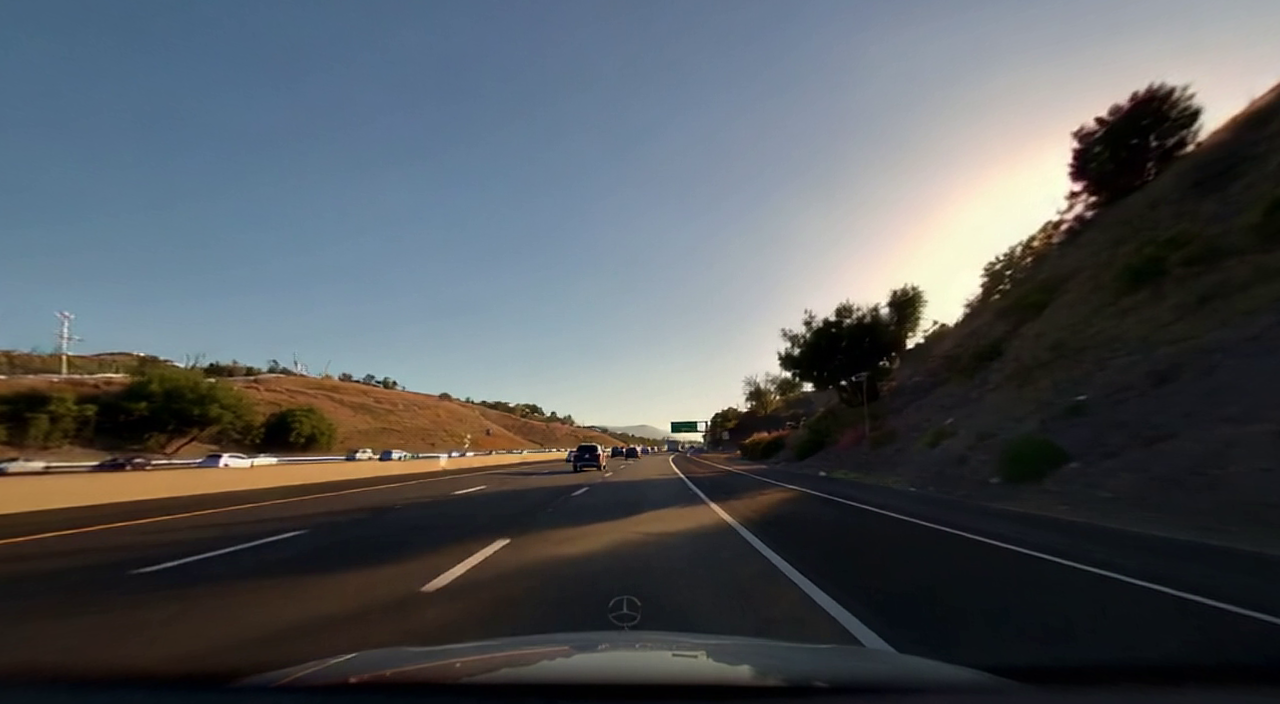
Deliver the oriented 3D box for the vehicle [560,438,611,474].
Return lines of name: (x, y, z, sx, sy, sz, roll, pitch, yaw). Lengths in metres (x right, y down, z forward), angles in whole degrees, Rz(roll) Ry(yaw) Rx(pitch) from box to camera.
vehicle: (-3.107, 6.072, 36.880, 2.413, 1.896, 5.218, -1, -9, 1)

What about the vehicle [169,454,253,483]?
vehicle: (-27.190, 7.387, 40.032, 2.016, 1.671, 4.537, -1, -9, 2)

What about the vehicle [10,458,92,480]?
vehicle: (-46.646, 9.245, 49.889, 1.860, 1.513, 4.698, -1, -9, 2)
